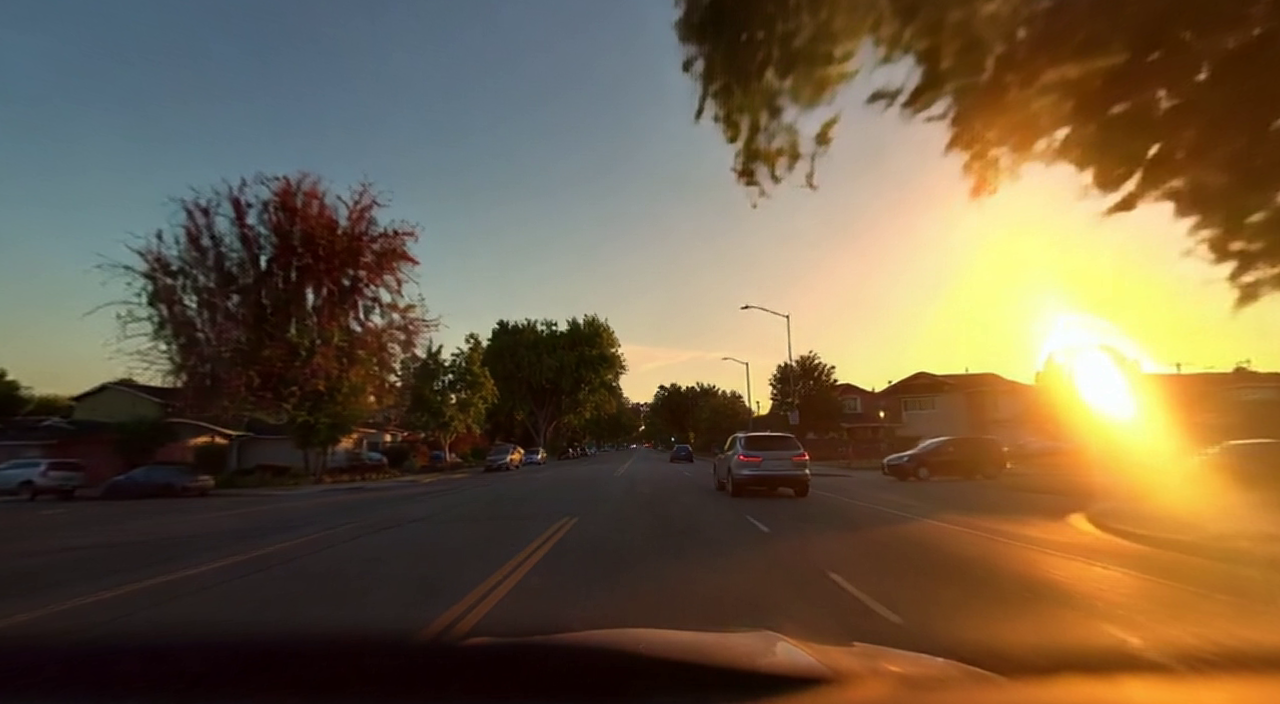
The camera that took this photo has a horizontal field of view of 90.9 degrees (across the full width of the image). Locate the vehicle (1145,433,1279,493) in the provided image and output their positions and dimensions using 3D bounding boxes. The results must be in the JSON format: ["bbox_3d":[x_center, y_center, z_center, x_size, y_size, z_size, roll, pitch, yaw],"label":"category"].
[{"bbox_3d":[16.440,3.025,17.342,3.467,1.520,1.801,0,-8,1],"label":"vehicle"}]

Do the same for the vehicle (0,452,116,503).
[{"bbox_3d":[-26.359,5.346,27.029,5.604,2.035,2.291,0,-9,0],"label":"vehicle"}]

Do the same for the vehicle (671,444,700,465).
[{"bbox_3d":[3.325,7.599,46.920,1.956,1.492,4.425,-1,-8,2],"label":"vehicle"}]

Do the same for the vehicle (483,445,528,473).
[{"bbox_3d":[-10.243,8.178,48.478,2.261,1.851,5.724,-3,-8,-1],"label":"vehicle"}]

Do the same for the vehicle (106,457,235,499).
[{"bbox_3d":[-20.135,5.410,27.167,3.986,1.665,1.888,0,-8,1],"label":"vehicle"}]

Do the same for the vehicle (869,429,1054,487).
[{"bbox_3d":[11.600,3.847,23.005,5.539,1.729,2.145,-2,-8,-3],"label":"vehicle"}]

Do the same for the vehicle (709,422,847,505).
[{"bbox_3d":[3.482,2.990,17.417,2.497,1.889,5.833,0,-8,0],"label":"vehicle"}]
